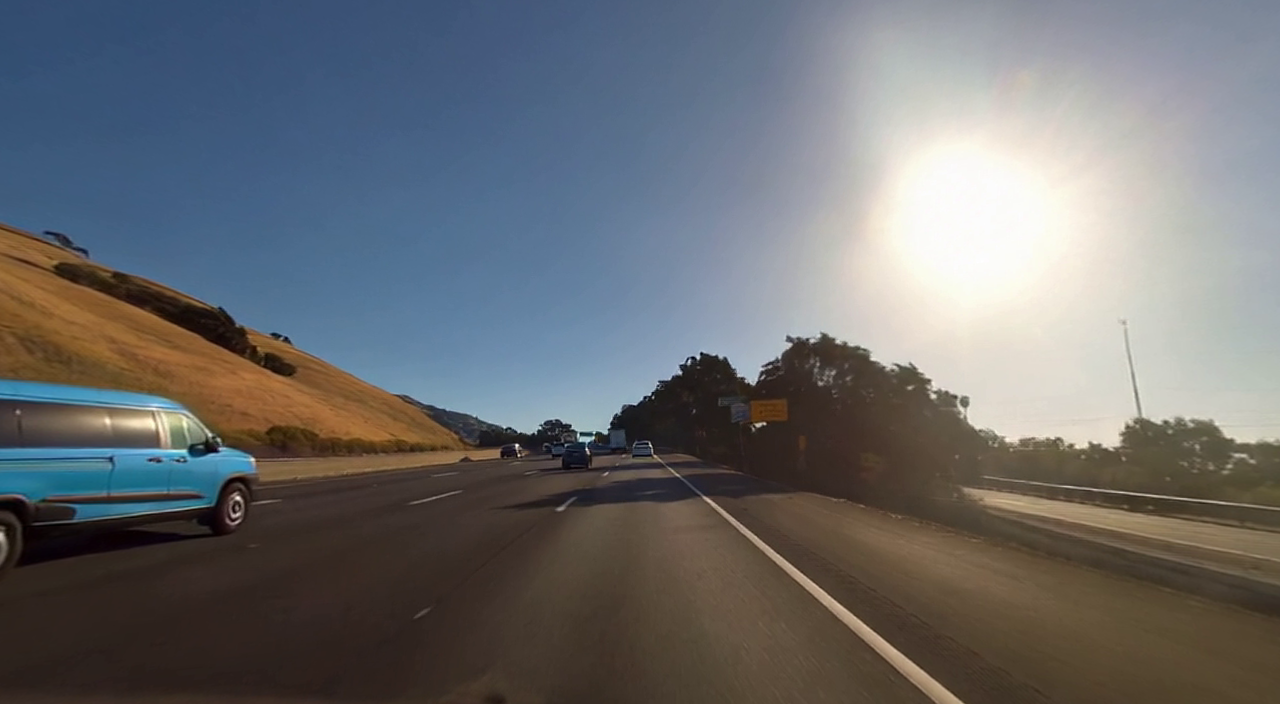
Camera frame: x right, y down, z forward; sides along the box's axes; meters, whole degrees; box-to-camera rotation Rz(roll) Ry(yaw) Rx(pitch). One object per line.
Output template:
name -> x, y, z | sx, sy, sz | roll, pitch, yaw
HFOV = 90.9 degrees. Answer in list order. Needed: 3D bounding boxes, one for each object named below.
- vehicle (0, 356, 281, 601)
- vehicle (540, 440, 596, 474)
vehicle -> -6.841, 1.316, 6.883 | 2.437, 2.135, 5.643 | 0, -8, 1
vehicle -> -3.387, 5.038, 30.599 | 2.080, 1.505, 4.649 | 0, -8, 1
